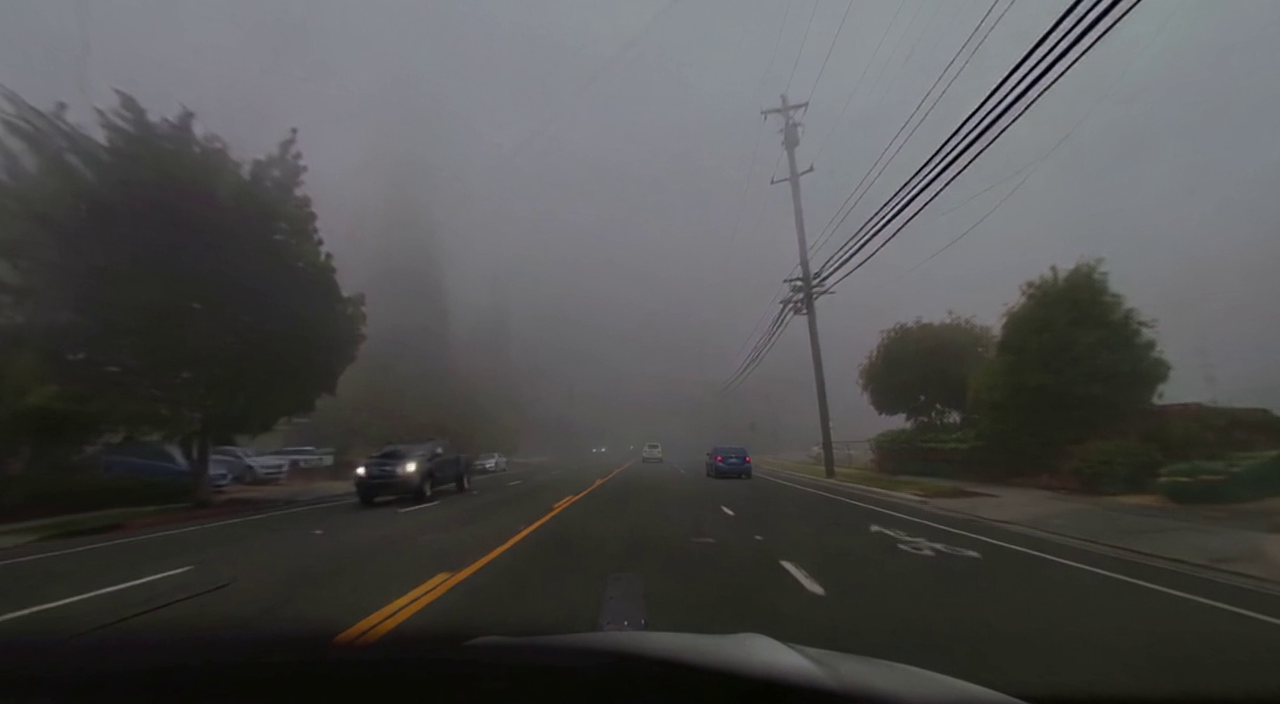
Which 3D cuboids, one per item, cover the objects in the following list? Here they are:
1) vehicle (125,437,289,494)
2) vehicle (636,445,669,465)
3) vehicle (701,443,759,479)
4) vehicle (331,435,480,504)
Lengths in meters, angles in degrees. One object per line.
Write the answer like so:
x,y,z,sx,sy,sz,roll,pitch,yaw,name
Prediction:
-16.451,4.276,24.479,2.244,1.851,5.751,-2,-8,1,vehicle
0.897,7.606,46.820,2.298,1.359,4.081,0,-8,1,vehicle
3.973,4.863,28.485,1.951,1.479,4.487,0,-8,0,vehicle
-6.872,3.500,19.346,2.303,1.789,5.423,0,-8,2,vehicle
